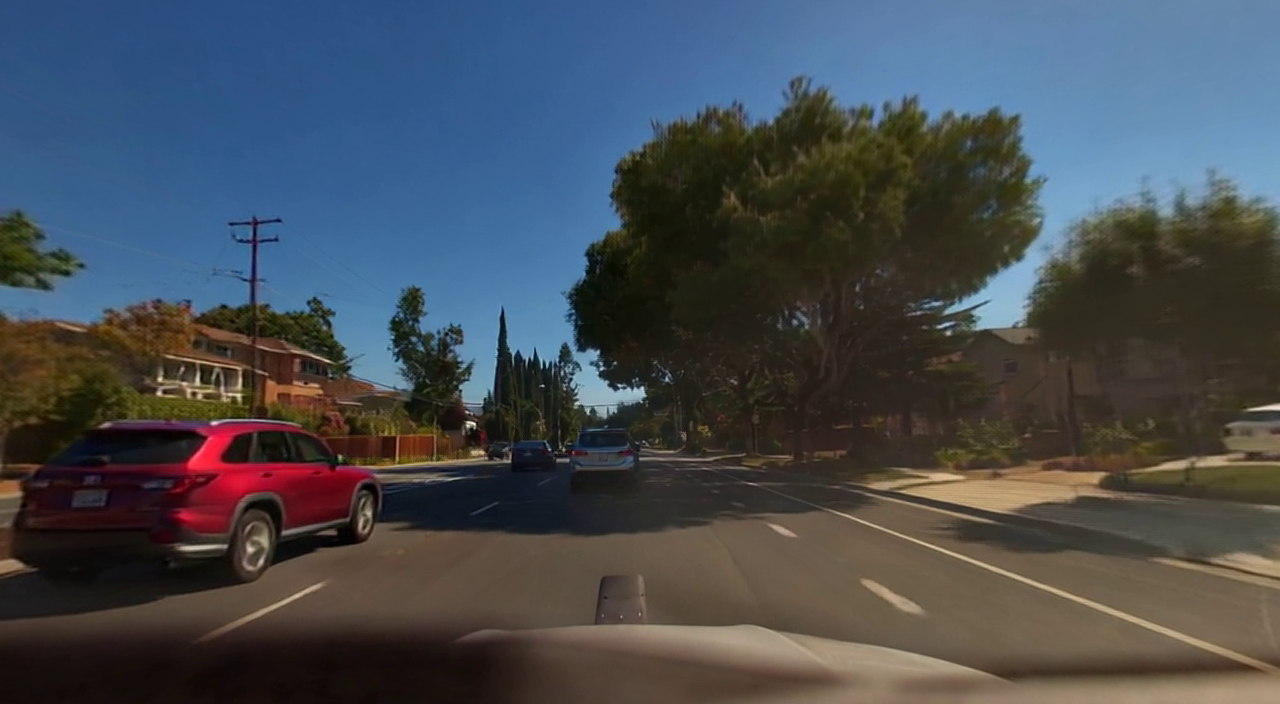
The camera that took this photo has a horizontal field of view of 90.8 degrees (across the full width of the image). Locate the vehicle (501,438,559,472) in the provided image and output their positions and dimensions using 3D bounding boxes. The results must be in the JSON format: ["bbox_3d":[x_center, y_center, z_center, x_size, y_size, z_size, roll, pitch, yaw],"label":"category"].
[{"bbox_3d":[-5.287,5.009,30.948,2.014,1.493,4.658,0,-8,0],"label":"vehicle"}]

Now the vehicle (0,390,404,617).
[{"bbox_3d":[-4.738,1.492,7.210,2.243,1.722,4.621,0,-8,1],"label":"vehicle"}]

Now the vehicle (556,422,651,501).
[{"bbox_3d":[-0.836,2.774,16.396,2.131,1.761,4.242,0,-8,-1],"label":"vehicle"}]
